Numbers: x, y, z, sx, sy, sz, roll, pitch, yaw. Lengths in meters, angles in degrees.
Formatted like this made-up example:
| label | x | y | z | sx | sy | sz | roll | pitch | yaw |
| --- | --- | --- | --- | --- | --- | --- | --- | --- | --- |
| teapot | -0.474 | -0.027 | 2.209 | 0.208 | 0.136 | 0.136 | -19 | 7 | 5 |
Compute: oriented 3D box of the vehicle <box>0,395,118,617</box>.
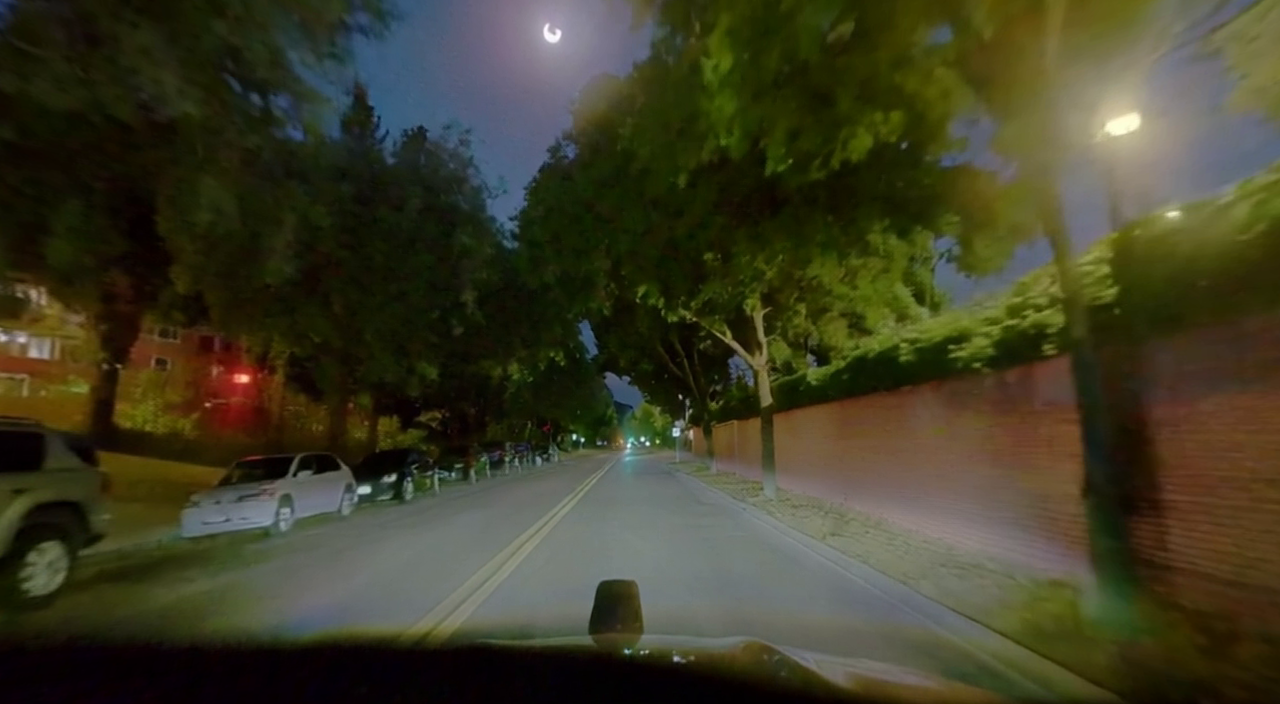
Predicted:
| label | x | y | z | sx | sy | sz | roll | pitch | yaw |
| --- | --- | --- | --- | --- | --- | --- | --- | --- | --- |
| vehicle | -6.236 | 1.036 | 3.654 | 1.976 | 1.805 | 5.123 | 1 | -8 | 1 |

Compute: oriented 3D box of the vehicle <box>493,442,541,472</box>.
| label | x | y | z | sx | sy | sz | roll | pitch | yaw |
| --- | --- | --- | --- | --- | --- | --- | --- | --- | --- |
| vehicle | -6.930 | 5.969 | 36.187 | 1.952 | 1.514 | 4.630 | 1 | -8 | -2 |

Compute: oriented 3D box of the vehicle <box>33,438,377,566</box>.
| label | x | y | z | sx | sy | sz | roll | pitch | yaw |
| --- | --- | --- | --- | --- | --- | --- | --- | --- | --- |
| vehicle | -6.349 | 2.163 | 10.219 | 1.925 | 1.488 | 4.983 | 1 | -8 | 1 |

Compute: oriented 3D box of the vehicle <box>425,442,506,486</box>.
| label | x | y | z | sx | sy | sz | roll | pitch | yaw |
| --- | --- | --- | --- | --- | --- | --- | --- | --- | --- |
| vehicle | -6.589 | 4.259 | 24.395 | 1.906 | 1.460 | 4.391 | 1 | -8 | -1 |
